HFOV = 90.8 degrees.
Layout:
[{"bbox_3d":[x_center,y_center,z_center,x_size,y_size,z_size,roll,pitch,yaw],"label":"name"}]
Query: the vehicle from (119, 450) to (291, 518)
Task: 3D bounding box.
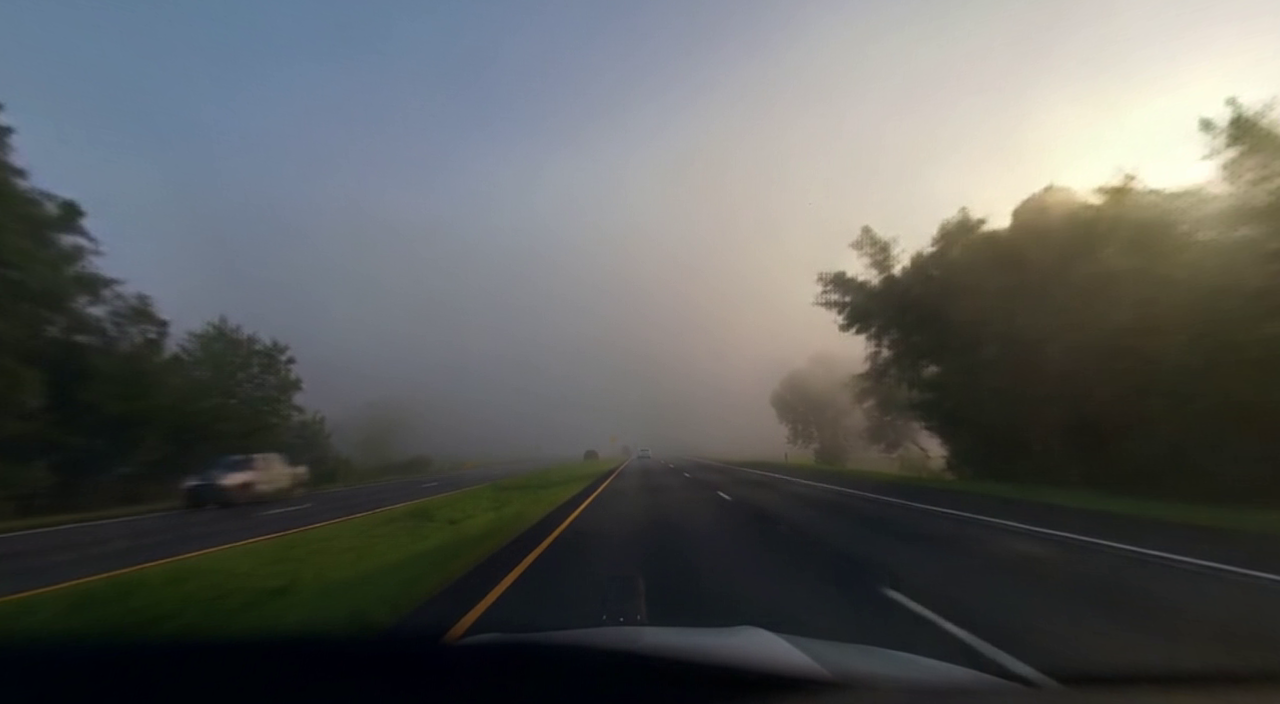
[{"bbox_3d":[-14.005,4.222,20.810,2.127,1.936,4.888,0,-9,0],"label":"vehicle"}]
